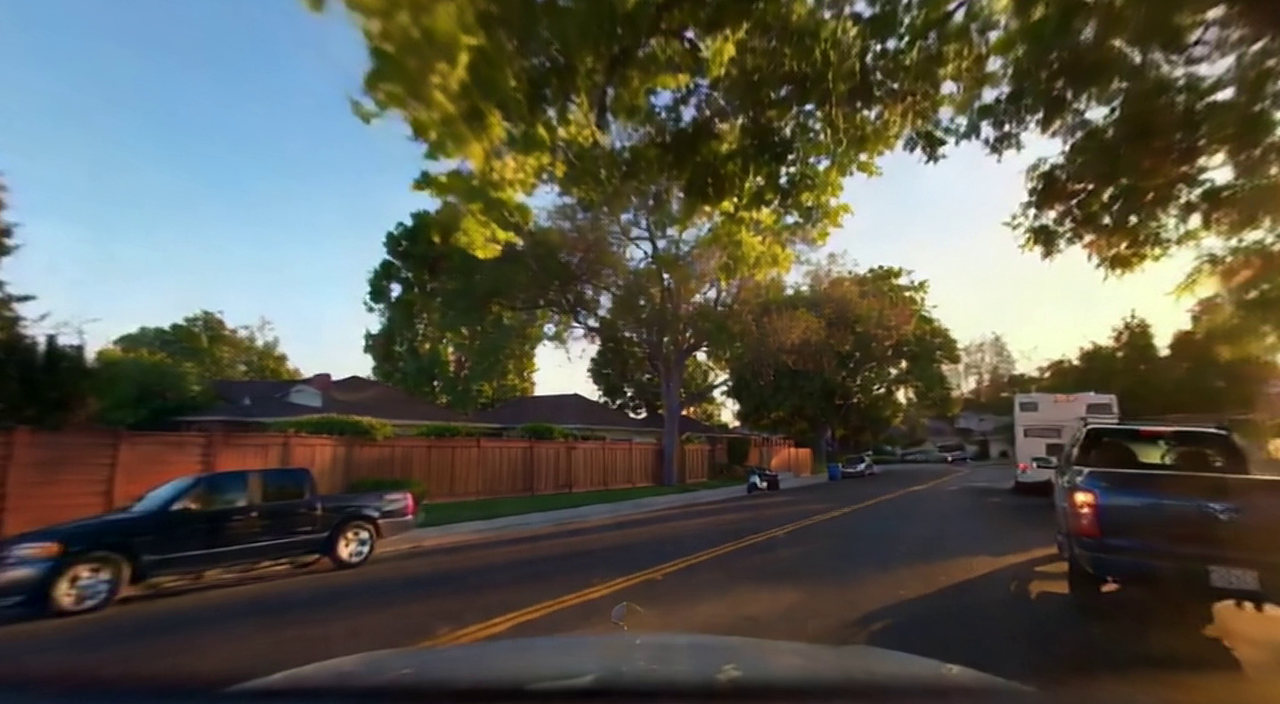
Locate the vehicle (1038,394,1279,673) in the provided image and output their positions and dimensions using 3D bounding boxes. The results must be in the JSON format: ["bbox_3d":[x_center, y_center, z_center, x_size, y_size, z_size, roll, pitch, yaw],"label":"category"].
[{"bbox_3d":[5.547,1.492,6.600,2.182,1.785,5.726,-4,-8,32],"label":"vehicle"}]

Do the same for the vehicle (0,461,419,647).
[{"bbox_3d":[-5.275,2.159,7.772,1.816,1.489,4.653,-5,-10,30],"label":"vehicle"}]
